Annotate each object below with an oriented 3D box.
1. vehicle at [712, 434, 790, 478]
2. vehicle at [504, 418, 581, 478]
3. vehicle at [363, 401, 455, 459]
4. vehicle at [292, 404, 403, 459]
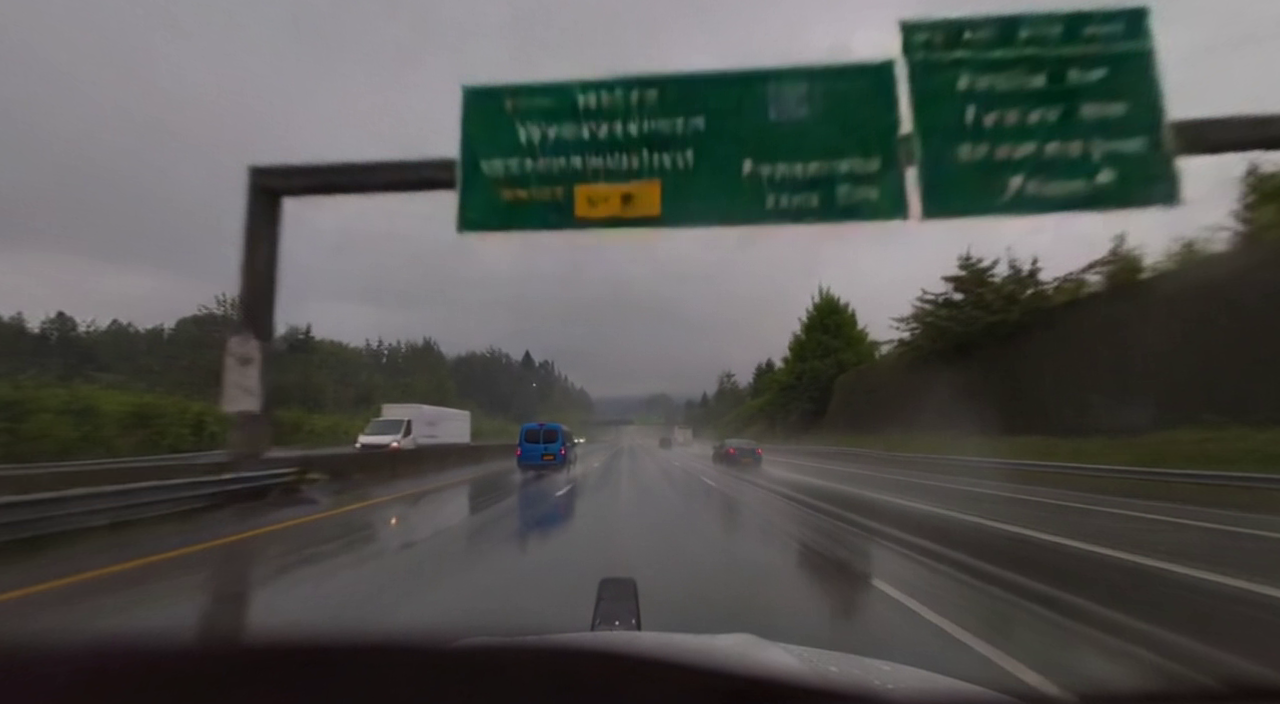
[{"bbox_3d":[3.914,3.738,22.980,2.020,1.464,3.803,0,-8,-2],"label":"vehicle"},{"bbox_3d":[-3.588,3.640,24.231,2.275,2.053,5.082,0,-8,-1],"label":"vehicle"},{"bbox_3d":[-16.659,5.814,46.615,2.954,3.813,10.753,0,-8,-1],"label":"vehicle"},{"bbox_3d":[-20.900,5.851,46.117,2.990,3.561,10.471,0,-8,1],"label":"vehicle"}]
